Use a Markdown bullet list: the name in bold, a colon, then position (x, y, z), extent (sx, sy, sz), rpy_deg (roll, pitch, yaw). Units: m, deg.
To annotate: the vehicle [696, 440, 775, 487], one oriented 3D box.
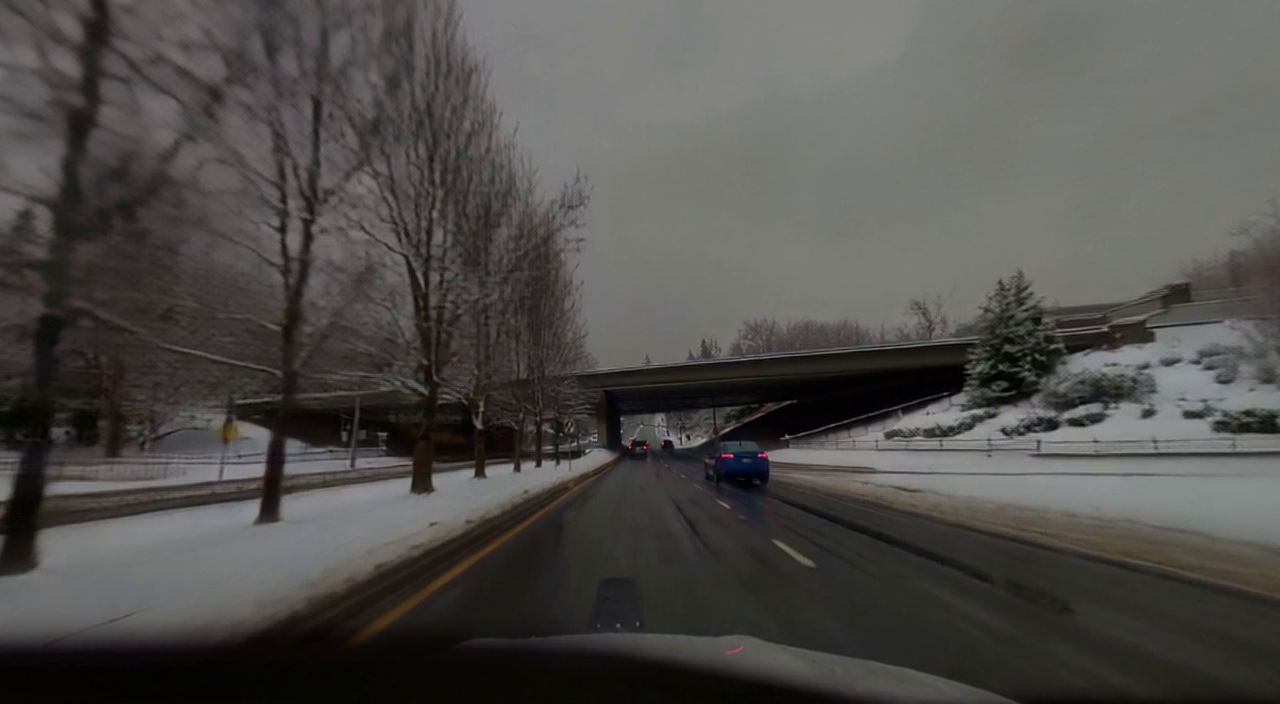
- **vehicle**: position (3.283, 3.932, 22.678), extent (2.062, 1.484, 4.332), rpy_deg (0, -8, -1)
